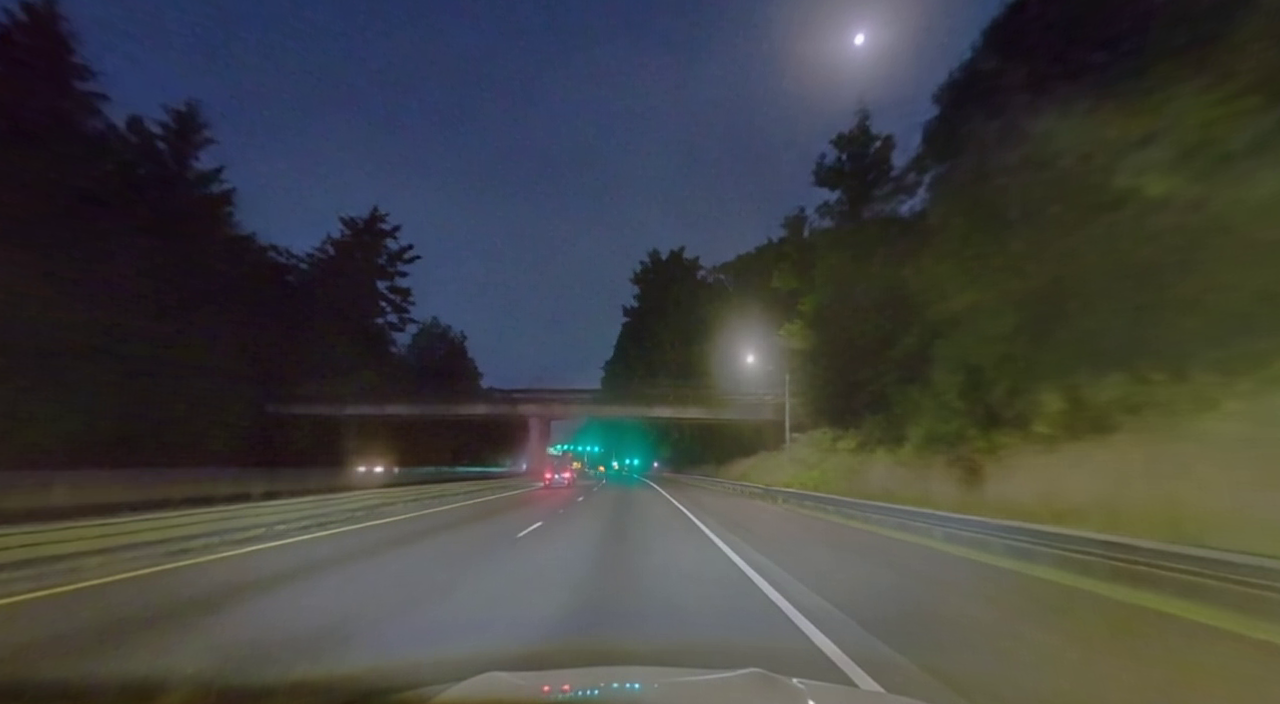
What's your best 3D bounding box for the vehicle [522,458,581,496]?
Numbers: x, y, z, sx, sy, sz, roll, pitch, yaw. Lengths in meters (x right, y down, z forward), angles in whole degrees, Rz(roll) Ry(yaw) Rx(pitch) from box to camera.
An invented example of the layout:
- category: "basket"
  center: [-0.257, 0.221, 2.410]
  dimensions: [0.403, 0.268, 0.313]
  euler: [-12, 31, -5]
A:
- category: "vehicle"
  center: [-4.399, 6.322, 32.034]
  dimensions: [2.286, 1.757, 5.057]
  euler: [1, -11, 0]
